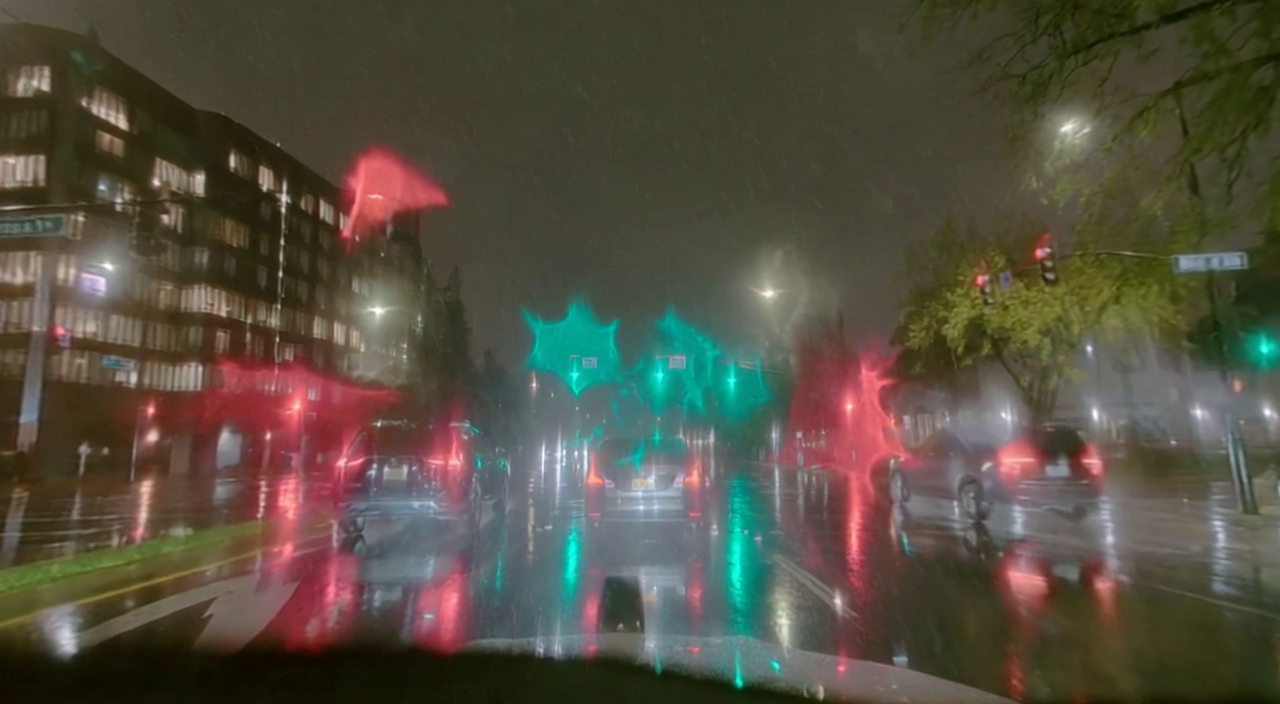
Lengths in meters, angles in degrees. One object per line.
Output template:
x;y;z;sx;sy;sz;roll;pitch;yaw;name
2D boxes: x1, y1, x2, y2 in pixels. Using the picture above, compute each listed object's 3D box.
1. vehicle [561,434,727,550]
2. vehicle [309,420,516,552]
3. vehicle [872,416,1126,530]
0.052;2.146;10.360;2.190;1.522;3.850;0;-8;0;vehicle
-3.454;2.106;10.667;2.081;1.719;4.434;1;-8;-4;vehicle
6.791;2.345;12.927;2.079;1.828;5.323;0;-8;0;vehicle
